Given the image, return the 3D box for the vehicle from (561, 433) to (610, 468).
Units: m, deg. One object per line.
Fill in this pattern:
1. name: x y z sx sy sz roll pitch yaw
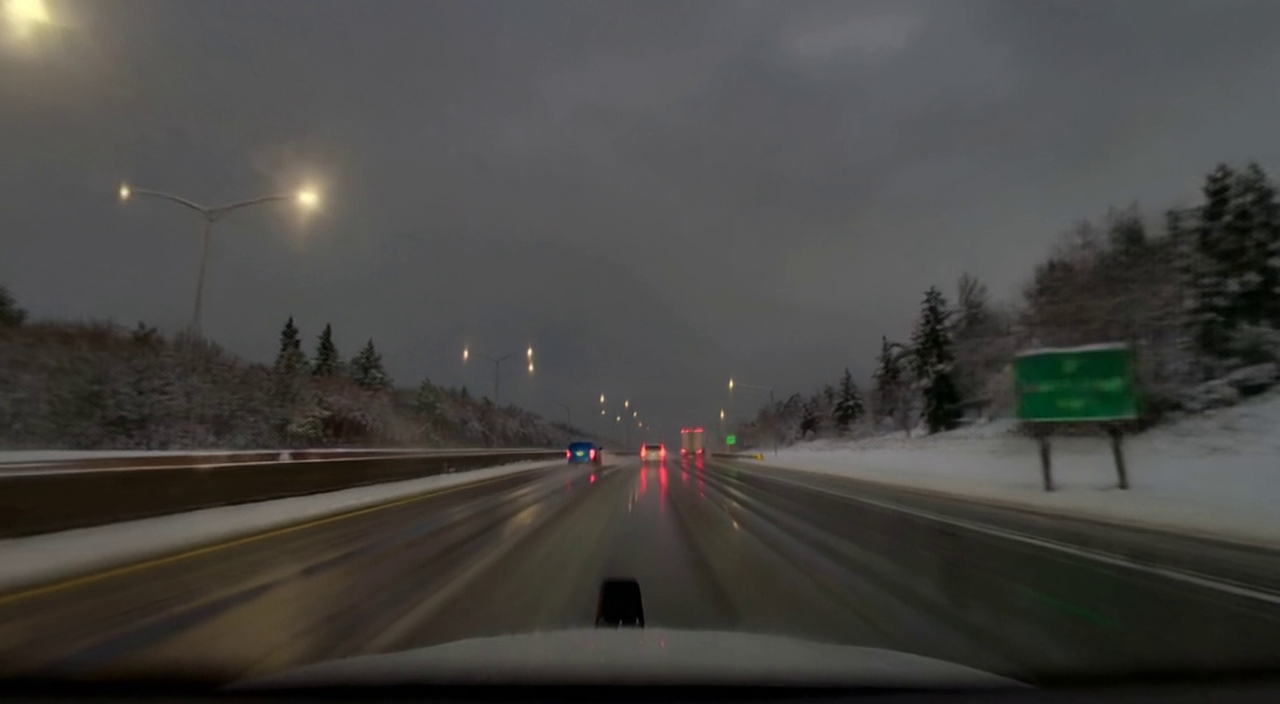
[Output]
1. vehicle: -3.052 5.714 36.540 2.264 1.901 4.647 0 -9 2

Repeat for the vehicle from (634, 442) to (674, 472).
1. vehicle: 0.772 5.767 34.892 2.086 1.548 4.325 0 -9 1

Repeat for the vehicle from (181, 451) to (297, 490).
1. vehicle: -17.702 5.218 28.161 1.950 1.538 4.798 0 -9 1

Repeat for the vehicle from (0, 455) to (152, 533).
1. vehicle: -13.717 3.083 14.049 1.911 1.499 4.586 0 -9 1
